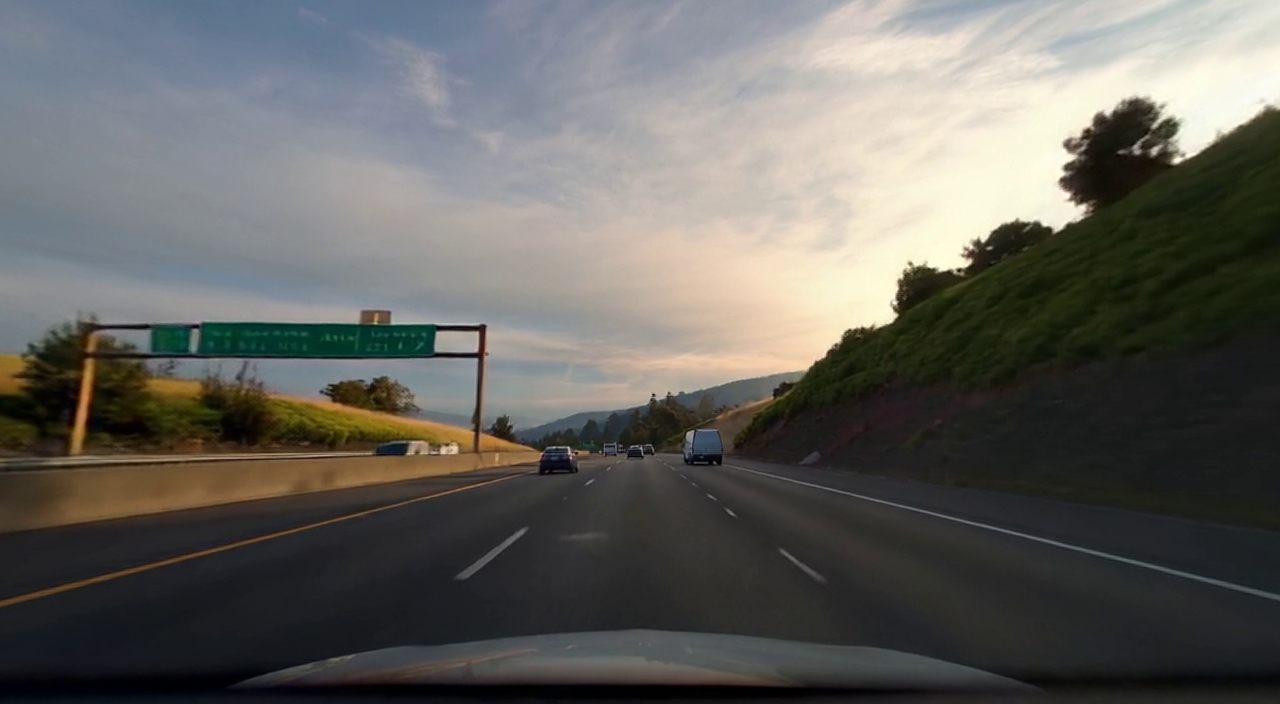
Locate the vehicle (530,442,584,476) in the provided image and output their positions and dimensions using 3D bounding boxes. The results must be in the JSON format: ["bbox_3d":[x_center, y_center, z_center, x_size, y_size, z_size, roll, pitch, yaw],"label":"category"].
[{"bbox_3d":[-4.029,5.327,31.477,2.054,1.529,4.368,0,-9,1],"label":"vehicle"}]

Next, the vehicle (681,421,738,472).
[{"bbox_3d":[3.766,5.314,35.367,2.361,2.636,5.684,0,-9,-1],"label":"vehicle"}]

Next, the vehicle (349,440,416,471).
[{"bbox_3d":[-12.331,4.975,30.458,1.668,1.382,3.740,0,-9,0],"label":"vehicle"}]
